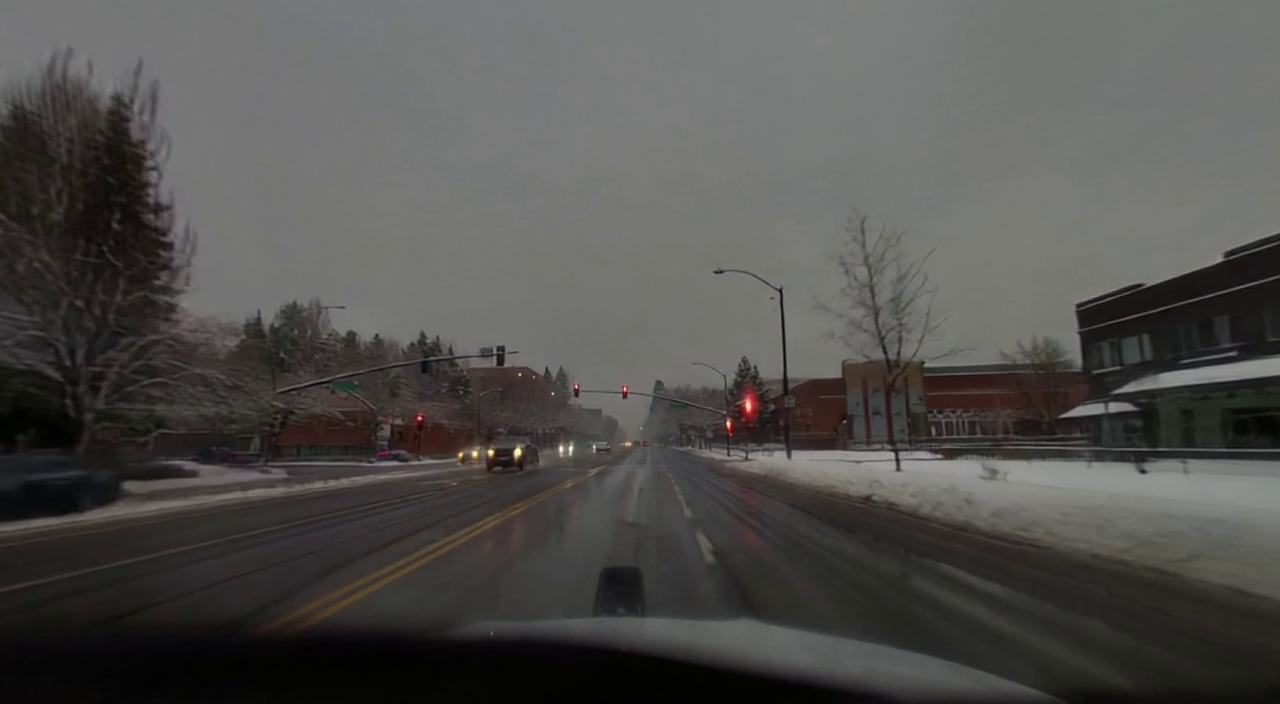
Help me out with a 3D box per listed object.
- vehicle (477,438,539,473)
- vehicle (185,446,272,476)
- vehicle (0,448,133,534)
[{"bbox_3d":[-7.019,5.548,34.116,2.262,1.708,4.466,-1,-9,2],"label":"vehicle"},{"bbox_3d":[-31.069,8.228,47.831,4.957,1.928,2.203,-2,-8,-5],"label":"vehicle"},{"bbox_3d":[-11.914,2.459,11.286,1.987,1.445,4.482,0,-9,0],"label":"vehicle"}]
